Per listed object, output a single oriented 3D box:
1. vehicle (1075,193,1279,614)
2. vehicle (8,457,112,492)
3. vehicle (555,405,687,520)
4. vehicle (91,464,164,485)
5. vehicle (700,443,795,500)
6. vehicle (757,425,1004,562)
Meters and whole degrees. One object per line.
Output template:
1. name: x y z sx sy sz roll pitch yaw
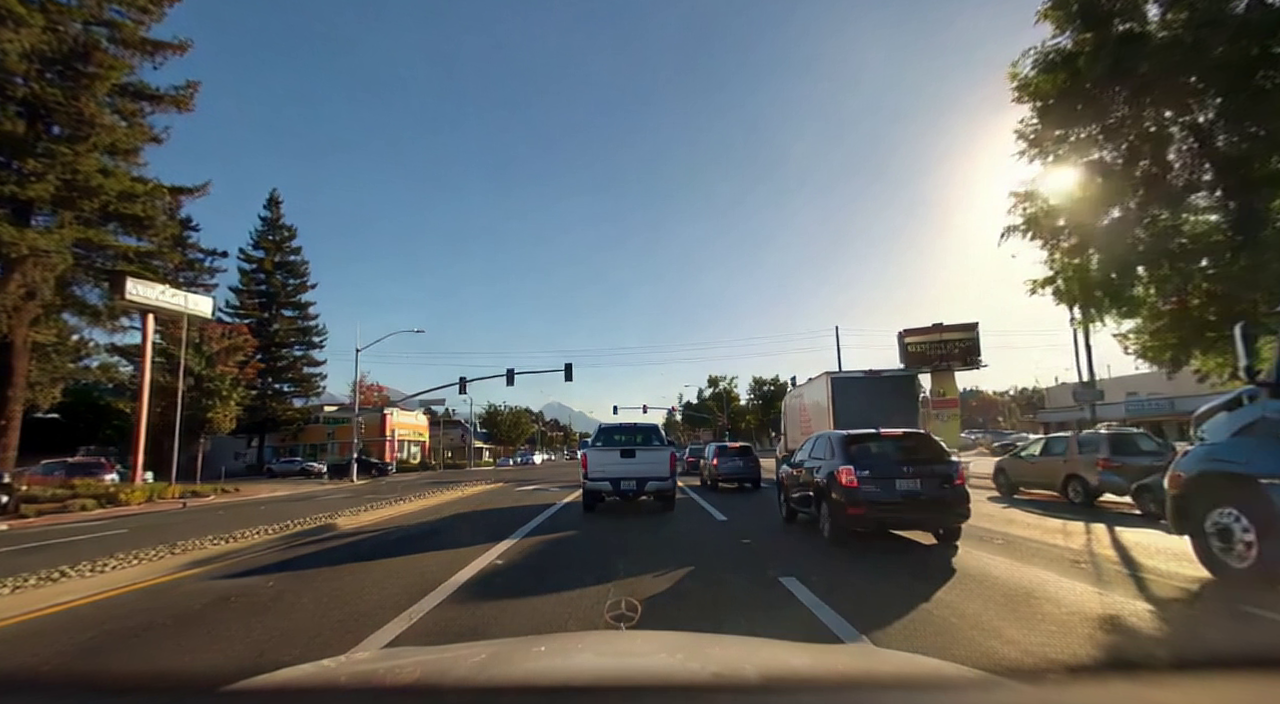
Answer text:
1. vehicle: 6.505 0.164 3.481 2.802 3.322 7.429 0 -9 0
2. vehicle: -28.599 6.038 31.334 1.730 1.534 3.922 1 -9 -7
3. vehicle: -0.396 2.512 14.725 2.499 2.183 5.111 0 -9 -1
4. vehicle: -38.102 9.115 46.997 4.150 1.474 1.826 -2 -9 10
5. vehicle: 3.028 3.472 18.774 1.922 1.483 4.436 0 -9 -2
6. vehicle: 3.274 2.044 9.933 1.905 1.587 4.998 0 -9 0
